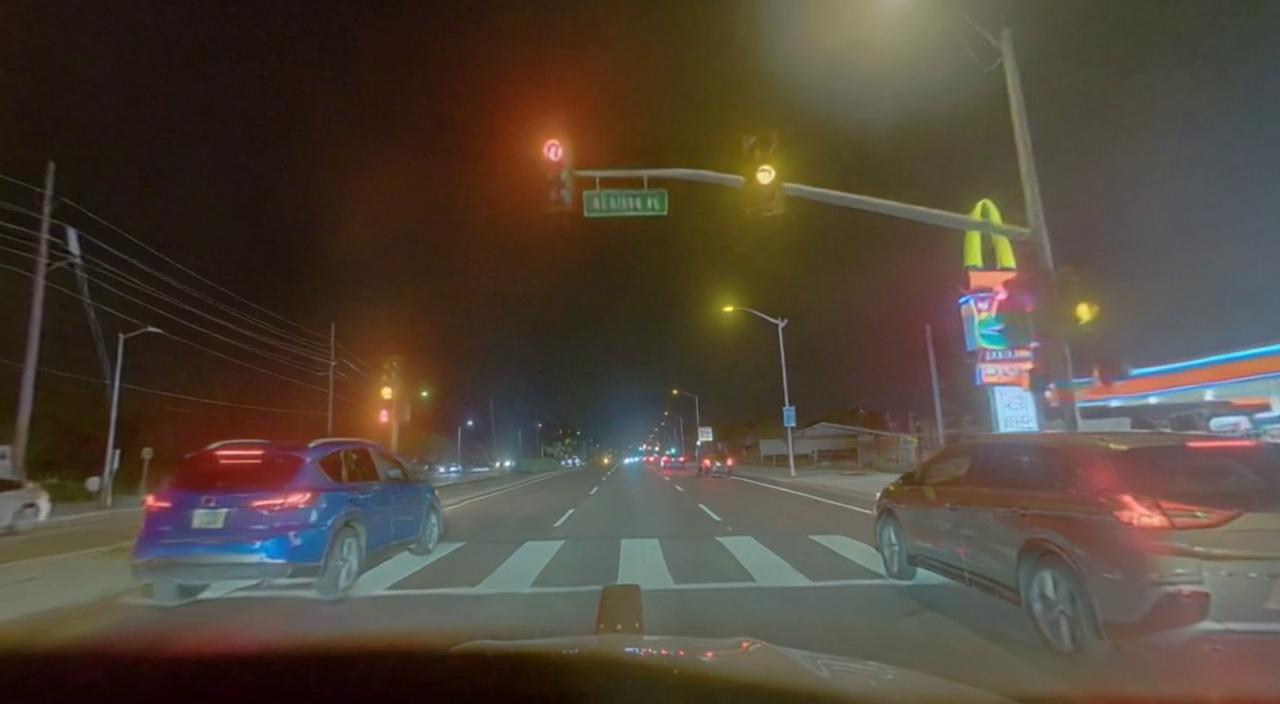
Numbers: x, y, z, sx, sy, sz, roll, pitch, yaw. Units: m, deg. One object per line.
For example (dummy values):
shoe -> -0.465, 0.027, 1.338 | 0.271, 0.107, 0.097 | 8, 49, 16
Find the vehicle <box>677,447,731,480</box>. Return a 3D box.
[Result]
vehicle -> 3.533, 6.271, 35.928 | 2.066, 1.699, 4.419 | 1, -9, -8

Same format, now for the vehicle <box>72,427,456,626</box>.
vehicle -> -3.710, 1.746, 7.309 | 1.935, 1.617, 4.045 | 0, -8, 0

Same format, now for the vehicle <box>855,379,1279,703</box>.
vehicle -> 3.478, 1.259, 4.790 | 2.085, 1.655, 4.459 | 0, -8, 0
